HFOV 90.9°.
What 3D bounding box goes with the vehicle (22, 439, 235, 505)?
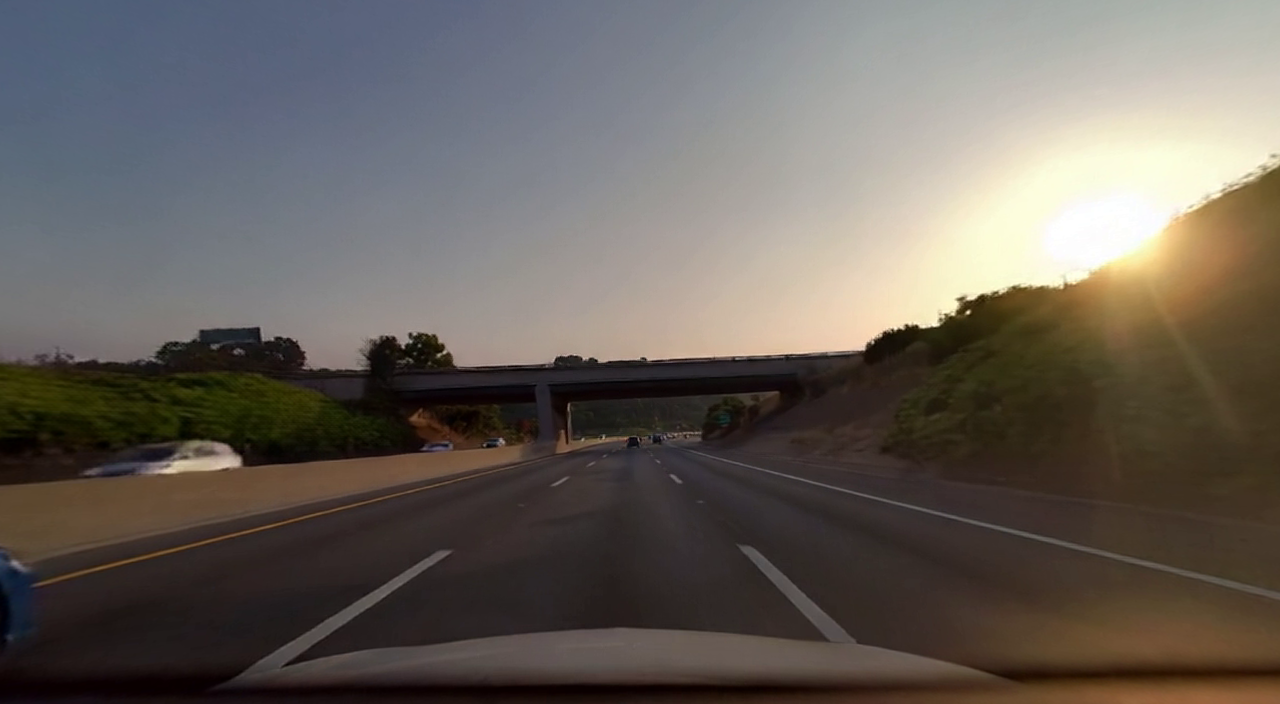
[{"bbox_3d":[-12.762,2.957,16.194,1.931,1.431,4.313,0,-8,-1],"label":"vehicle"}]
